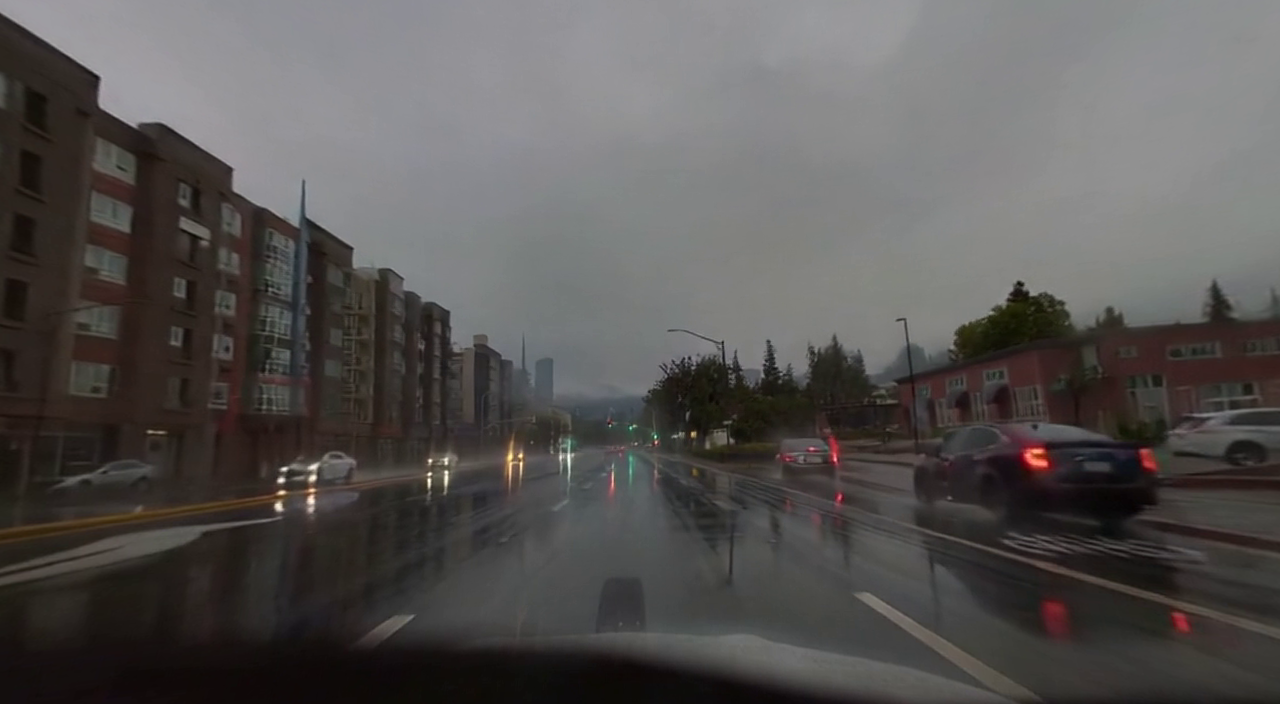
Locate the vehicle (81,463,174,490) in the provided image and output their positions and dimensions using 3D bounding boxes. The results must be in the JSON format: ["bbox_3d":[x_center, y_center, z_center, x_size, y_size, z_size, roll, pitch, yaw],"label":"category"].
[{"bbox_3d":[-33.753,8.173,41.652,4.700,1.643,1.973,-1,-9,8],"label":"vehicle"}]

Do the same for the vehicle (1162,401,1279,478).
[{"bbox_3d":[15.087,1.957,14.169,4.830,1.605,1.982,-1,-8,4],"label":"vehicle"}]

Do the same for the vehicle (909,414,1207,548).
[{"bbox_3d":[6.510,2.045,10.669,2.175,1.770,4.373,-1,-8,3],"label":"vehicle"}]

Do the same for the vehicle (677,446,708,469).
[{"bbox_3d":[3.737,7.547,45.566,1.878,1.534,4.120,0,-8,-1],"label":"vehicle"}]

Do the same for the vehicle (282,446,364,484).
[{"bbox_3d":[-15.798,5.595,31.772,1.888,1.744,4.355,0,-8,0],"label":"vehicle"}]

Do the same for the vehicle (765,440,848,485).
[{"bbox_3d":[6.612,4.438,25.676,2.063,1.631,4.507,0,-8,-1],"label":"vehicle"}]

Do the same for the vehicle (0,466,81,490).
[{"bbox_3d":[-39.630,8.204,41.227,4.522,1.438,1.863,-1,-8,3],"label":"vehicle"}]
